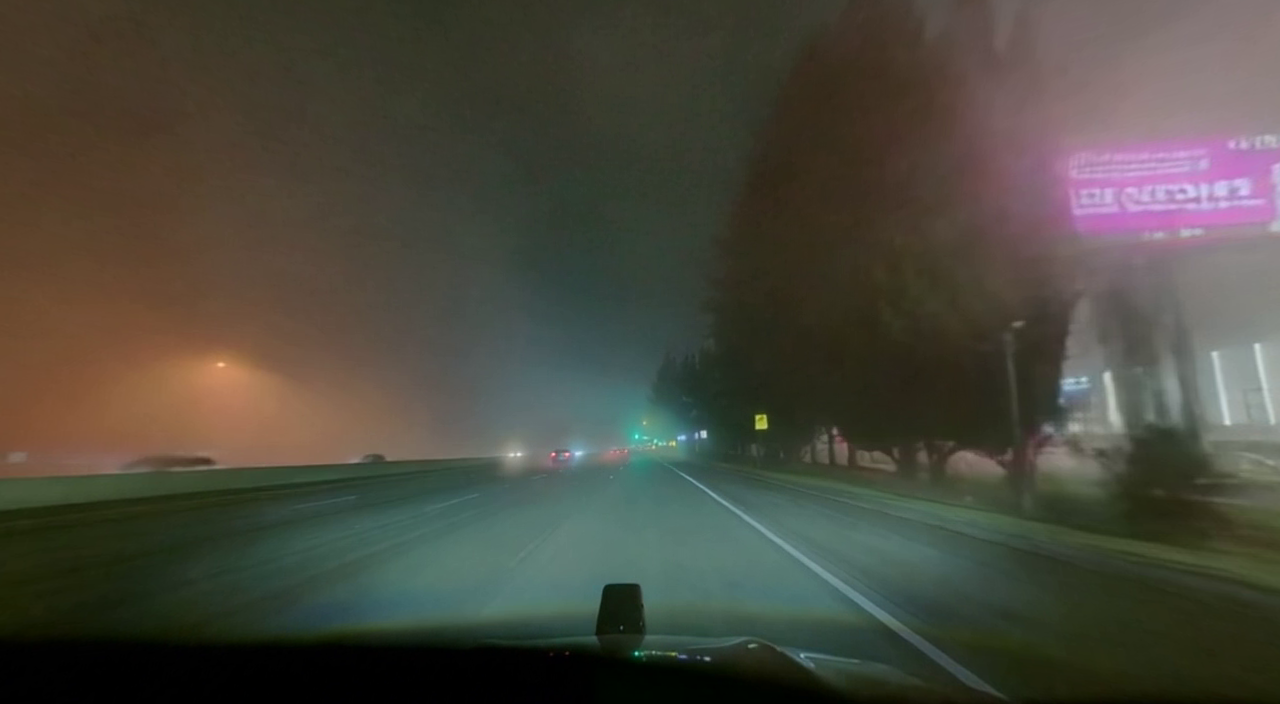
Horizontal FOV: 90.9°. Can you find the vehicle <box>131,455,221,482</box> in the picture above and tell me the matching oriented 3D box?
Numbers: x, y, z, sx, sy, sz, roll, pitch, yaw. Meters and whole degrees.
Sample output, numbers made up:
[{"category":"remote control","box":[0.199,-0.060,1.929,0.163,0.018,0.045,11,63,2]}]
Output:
[{"category":"vehicle","box":[-31.167,7.822,42.598,2.125,1.597,5.172,0,-8,1]}]

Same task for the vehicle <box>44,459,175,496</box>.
[{"category":"vehicle","box":[-24.188,5.699,29.035,2.032,1.455,4.585,0,-8,0]}]

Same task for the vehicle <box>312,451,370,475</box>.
[{"category":"vehicle","box":[-20.110,7.468,42.661,1.797,1.506,4.153,-1,-8,1]}]
